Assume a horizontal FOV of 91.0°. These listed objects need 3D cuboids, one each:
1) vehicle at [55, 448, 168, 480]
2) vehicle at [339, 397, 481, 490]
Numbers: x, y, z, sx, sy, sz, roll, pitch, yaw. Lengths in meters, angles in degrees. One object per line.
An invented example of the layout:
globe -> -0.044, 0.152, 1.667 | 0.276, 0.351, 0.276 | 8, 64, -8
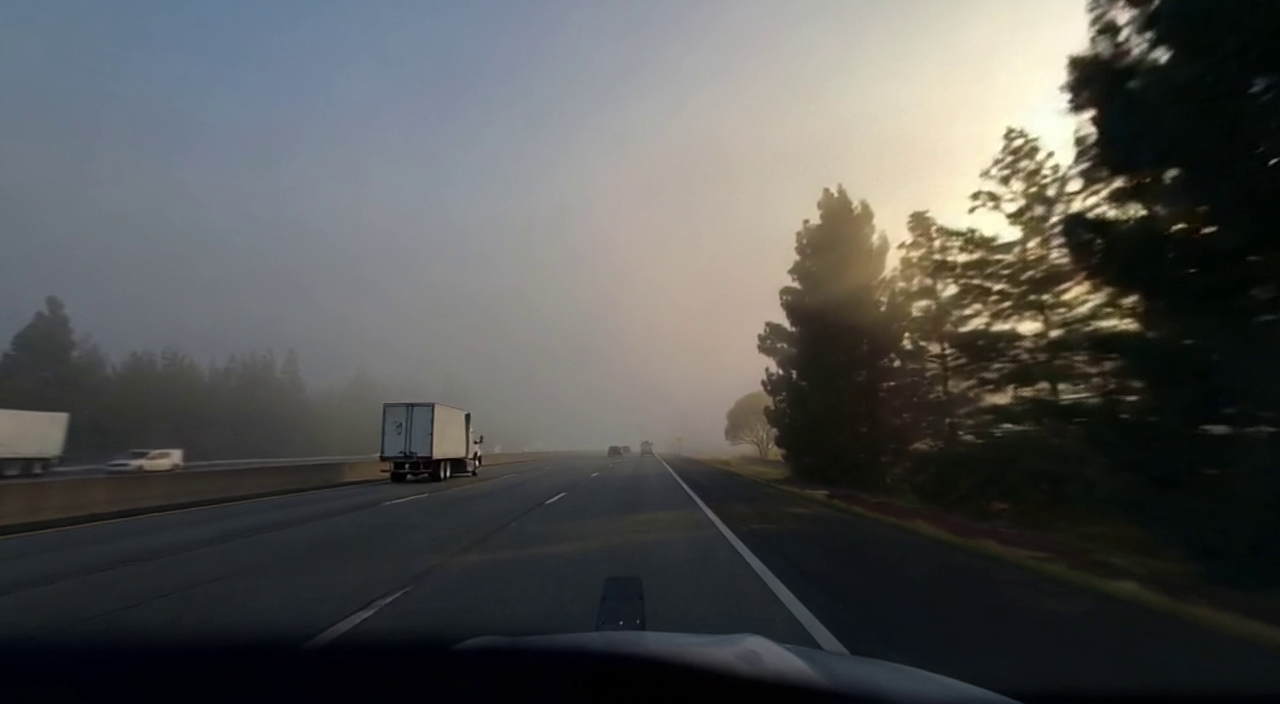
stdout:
vehicle -> -29.286, 6.170, 35.142 | 1.922, 1.644, 4.866 | 0, -9, 2
vehicle -> -7.395, 3.090, 21.206 | 2.444, 2.685, 5.893 | 0, -9, 1
